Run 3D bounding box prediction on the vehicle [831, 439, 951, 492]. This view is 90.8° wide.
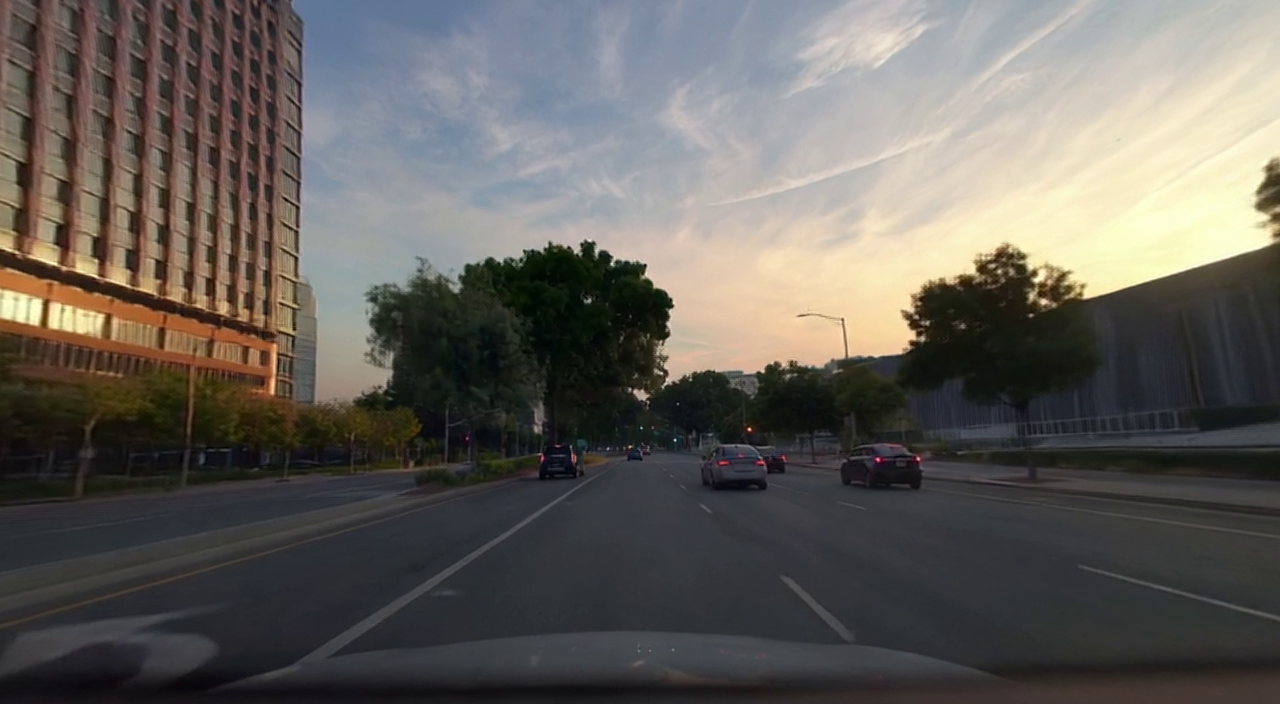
[{"bbox_3d":[8.030,3.674,20.761,1.944,1.503,4.723,0,-9,0],"label":"vehicle"}]

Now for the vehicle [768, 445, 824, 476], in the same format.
[{"bbox_3d":[8.161,5.701,33.472,1.884,1.478,4.164,0,-9,0],"label":"vehicle"}]

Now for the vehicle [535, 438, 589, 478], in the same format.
[{"bbox_3d":[-3.770,5.228,31.350,2.155,1.797,3.989,-1,-9,0],"label":"vehicle"}]

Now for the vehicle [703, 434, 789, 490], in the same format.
[{"bbox_3d":[3.611,3.852,22.475,2.152,1.742,4.704,0,-9,-1],"label":"vehicle"}]

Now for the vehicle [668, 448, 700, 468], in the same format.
[{"bbox_3d":[3.388,8.285,49.758,2.054,1.473,4.511,0,-9,-1],"label":"vehicle"}]
